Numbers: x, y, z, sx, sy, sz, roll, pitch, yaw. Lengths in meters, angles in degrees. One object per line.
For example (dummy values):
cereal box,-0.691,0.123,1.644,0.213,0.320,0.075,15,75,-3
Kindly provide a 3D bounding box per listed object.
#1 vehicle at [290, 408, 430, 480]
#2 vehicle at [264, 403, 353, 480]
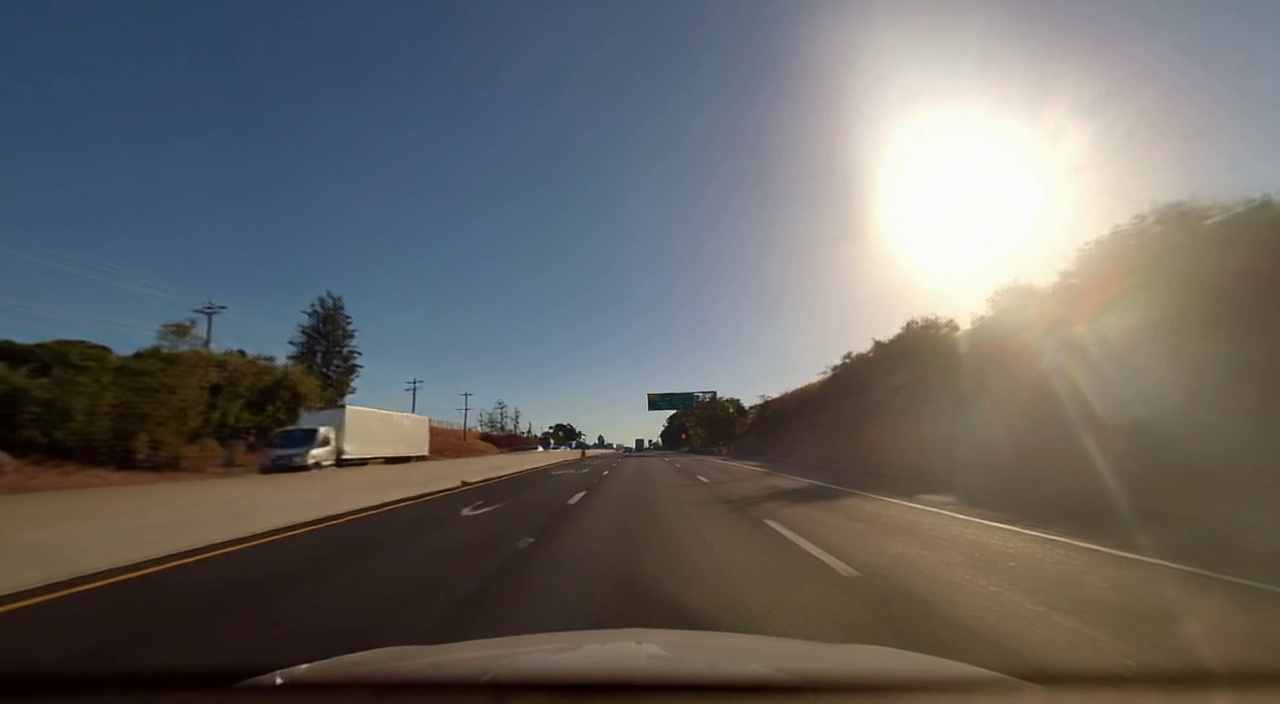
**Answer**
vehicle,-18.442,6.297,43.165,3.341,4.076,13.934,0,-8,-1
vehicle,-18.305,4.970,34.979,2.991,4.014,3.166,0,-8,0
